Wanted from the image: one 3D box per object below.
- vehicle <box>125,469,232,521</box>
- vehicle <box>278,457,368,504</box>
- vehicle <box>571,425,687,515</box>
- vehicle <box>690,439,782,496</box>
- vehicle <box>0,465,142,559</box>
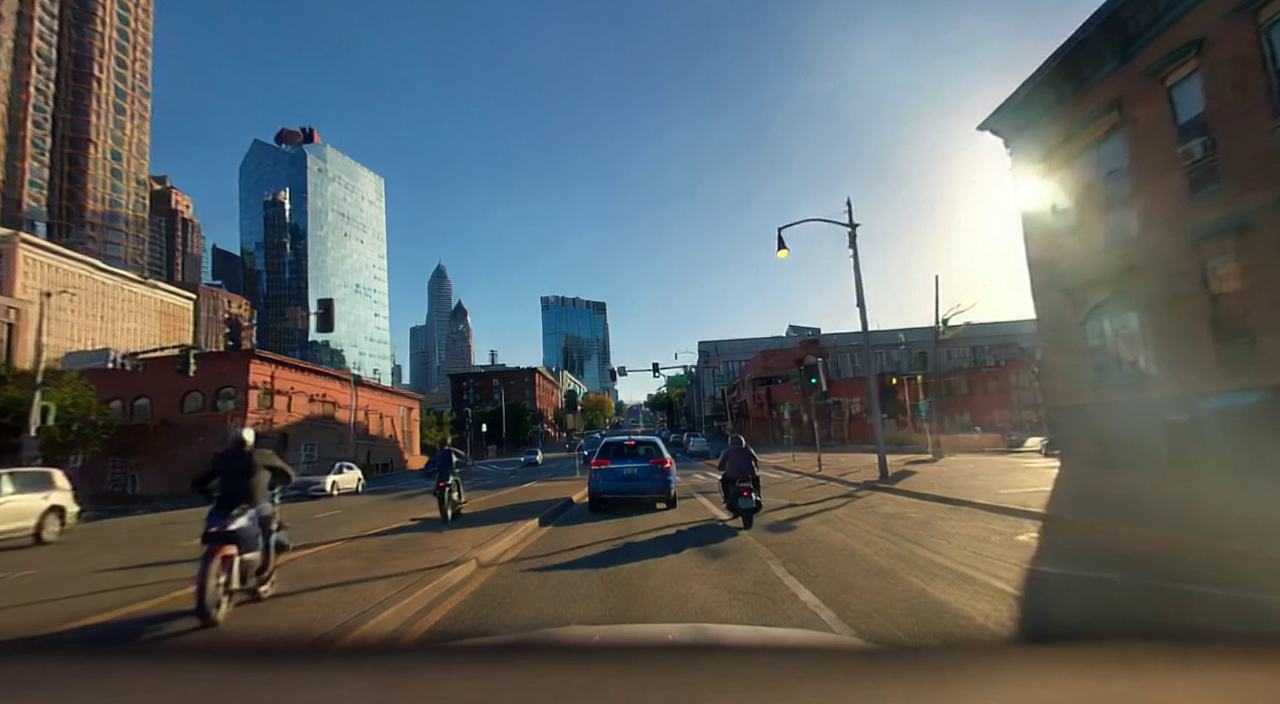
[{"bbox_3d":[-18.521,5.715,25.582,2.032,1.701,4.475,2,-9,-17],"label":"vehicle"},{"bbox_3d":[-13.519,5.464,27.218,1.871,1.786,4.386,0,-9,-4],"label":"vehicle"},{"bbox_3d":[-0.200,2.641,14.508,2.265,1.748,4.130,0,-9,1],"label":"vehicle"},{"bbox_3d":[2.769,3.466,19.243,2.101,1.507,4.355,0,-9,0],"label":"vehicle"},{"bbox_3d":[-13.672,3.418,13.751,1.926,1.732,4.635,0,-9,-2],"label":"vehicle"}]
